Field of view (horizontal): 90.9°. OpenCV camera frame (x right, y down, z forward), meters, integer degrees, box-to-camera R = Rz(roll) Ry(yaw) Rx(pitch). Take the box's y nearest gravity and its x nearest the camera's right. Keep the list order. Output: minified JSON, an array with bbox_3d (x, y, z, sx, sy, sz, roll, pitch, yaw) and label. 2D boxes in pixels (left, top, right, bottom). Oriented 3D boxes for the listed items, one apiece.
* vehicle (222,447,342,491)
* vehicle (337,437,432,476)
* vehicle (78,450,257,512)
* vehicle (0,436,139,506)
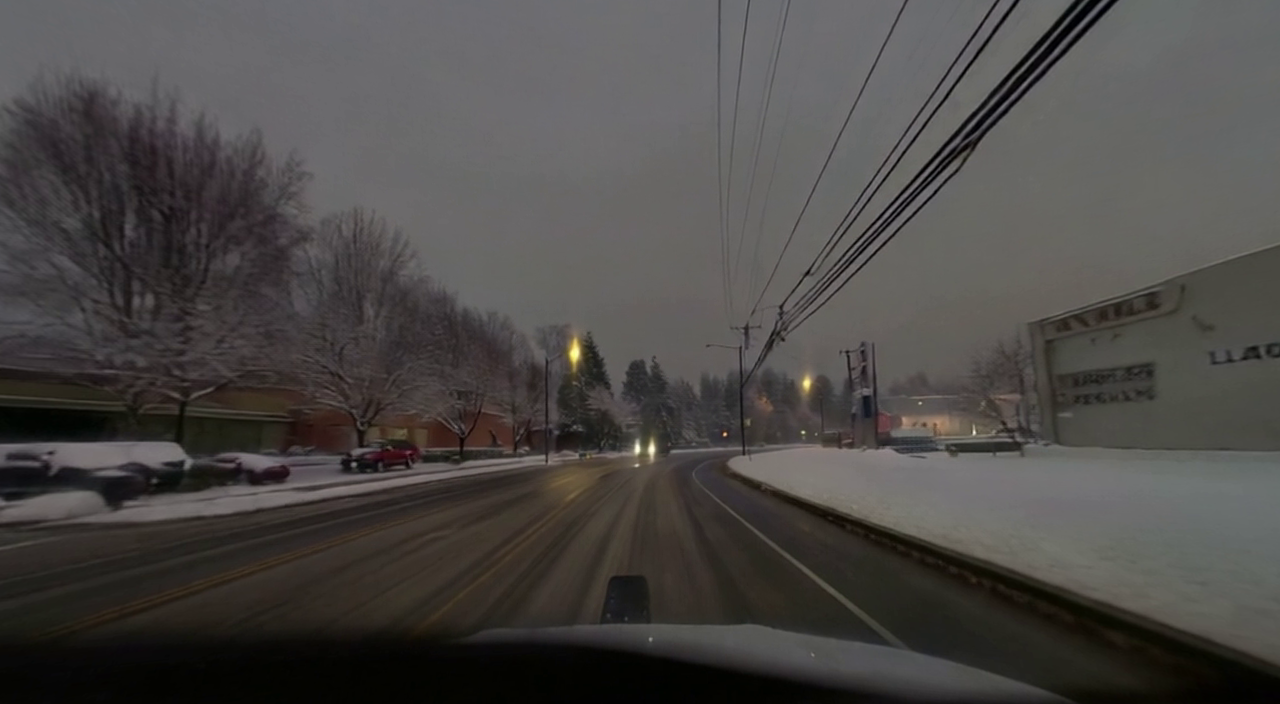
[{"bbox_3d":[-14.169,4.617,25.337,2.070,1.577,4.652,0,-8,1],"label":"vehicle"},{"bbox_3d":[-15.460,6.424,38.722,2.502,2.113,6.488,-1,-10,6],"label":"vehicle"},{"bbox_3d":[-14.523,3.945,19.804,2.122,1.440,4.601,-4,-8,0],"label":"vehicle"},{"bbox_3d":[-19.753,3.810,20.614,2.099,2.038,5.624,0,-8,0],"label":"vehicle"}]
